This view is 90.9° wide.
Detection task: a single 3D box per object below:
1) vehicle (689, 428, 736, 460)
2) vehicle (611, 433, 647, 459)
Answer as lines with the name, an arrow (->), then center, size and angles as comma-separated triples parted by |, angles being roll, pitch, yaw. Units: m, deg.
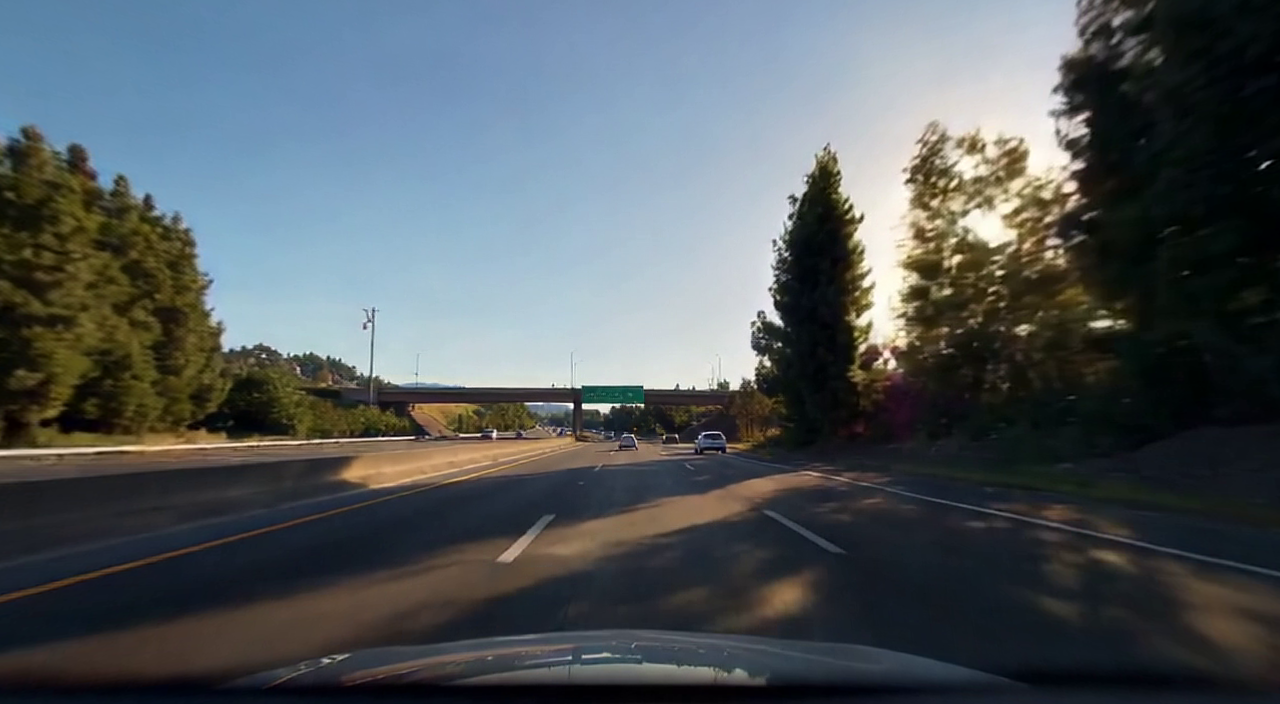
vehicle -> 3.777, 4.874, 33.477 | 1.892, 1.600, 3.782 | 0, -8, -2
vehicle -> -0.657, 5.433, 36.696 | 1.987, 1.440, 3.565 | 0, -8, -2
